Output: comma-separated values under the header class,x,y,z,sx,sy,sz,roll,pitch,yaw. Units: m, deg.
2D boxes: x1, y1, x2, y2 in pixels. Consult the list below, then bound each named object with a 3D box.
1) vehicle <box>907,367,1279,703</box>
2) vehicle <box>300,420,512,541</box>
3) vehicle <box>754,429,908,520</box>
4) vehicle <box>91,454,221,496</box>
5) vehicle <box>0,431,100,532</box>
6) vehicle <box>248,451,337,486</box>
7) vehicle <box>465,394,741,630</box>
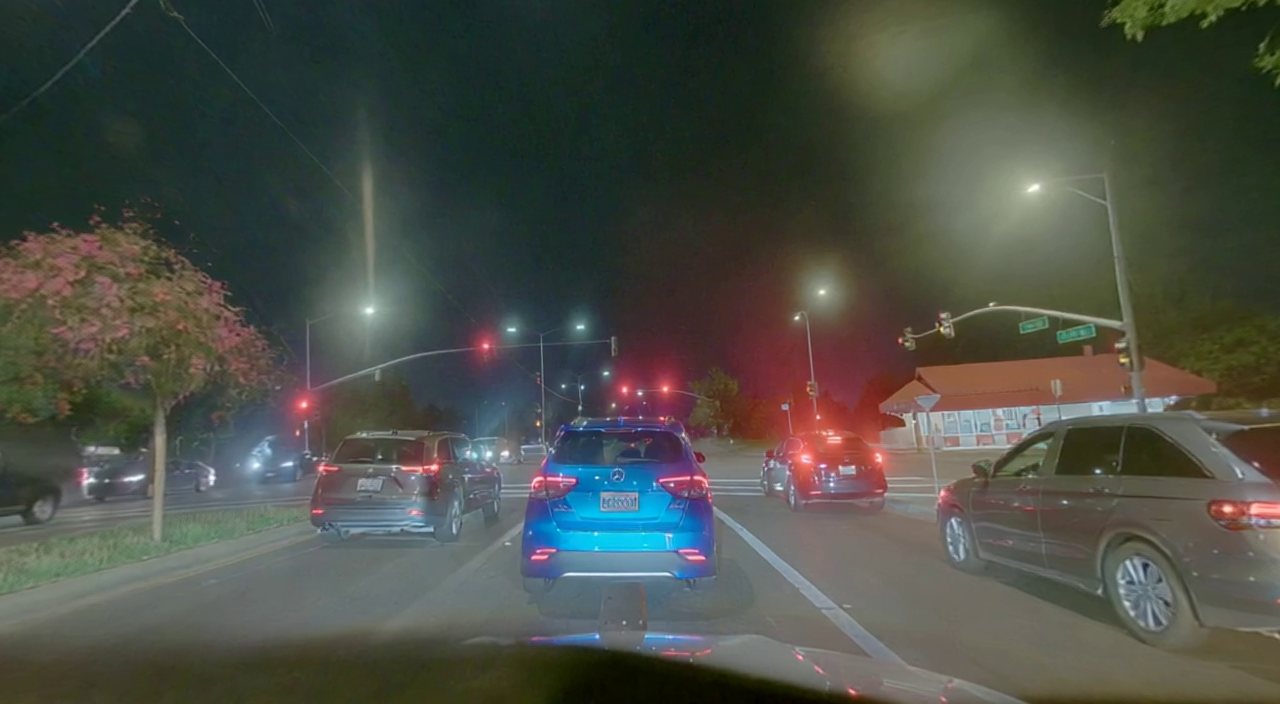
class,x,y,z,sx,sy,sz,roll,pitch,yaw
vehicle,4.156,1.264,5.379,2.014,1.740,4.515,0,-8,4
vehicle,-3.759,2.143,11.152,2.012,1.701,4.316,0,-8,1
vehicle,3.682,2.423,12.960,1.847,1.554,3.885,0,-8,-2
vehicle,-19.763,5.015,26.042,1.821,1.503,4.384,0,-8,0
vehicle,-12.203,2.203,10.635,1.966,1.757,4.622,0,-8,2
vehicle,-15.703,5.251,28.756,1.774,1.468,3.863,0,-8,1
vehicle,-0.163,1.470,6.736,2.022,1.700,4.084,0,-8,3
